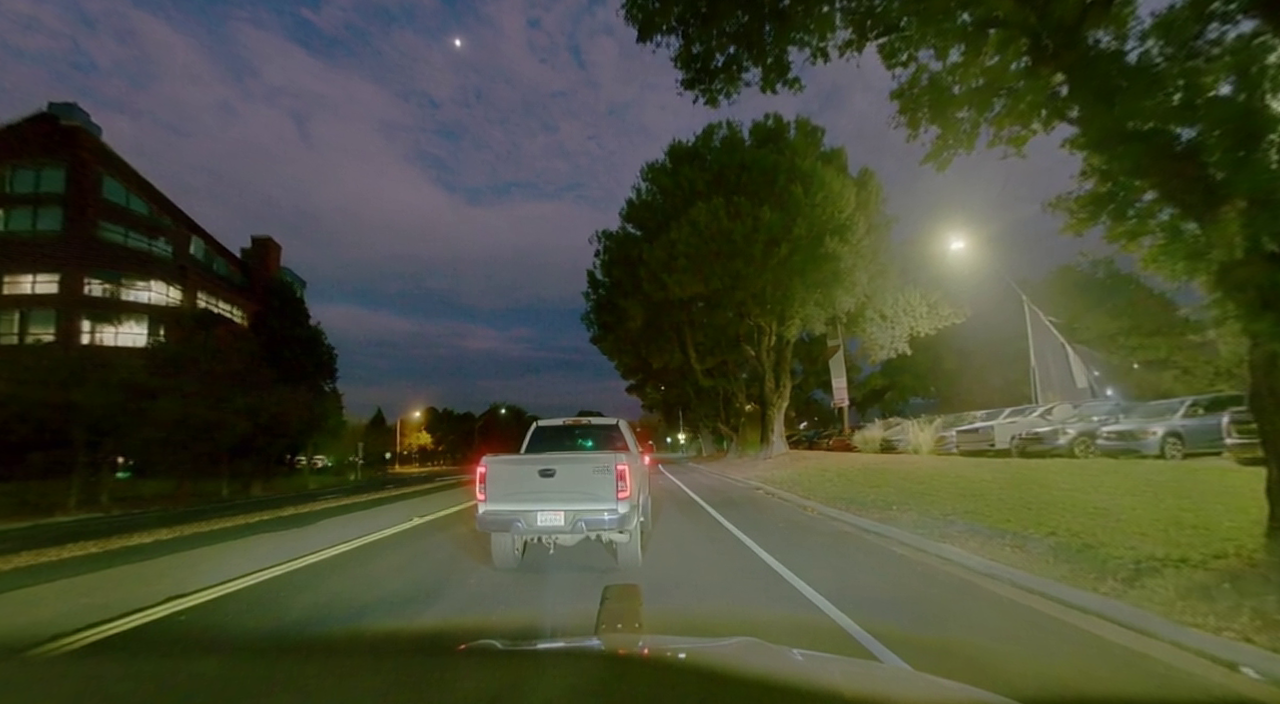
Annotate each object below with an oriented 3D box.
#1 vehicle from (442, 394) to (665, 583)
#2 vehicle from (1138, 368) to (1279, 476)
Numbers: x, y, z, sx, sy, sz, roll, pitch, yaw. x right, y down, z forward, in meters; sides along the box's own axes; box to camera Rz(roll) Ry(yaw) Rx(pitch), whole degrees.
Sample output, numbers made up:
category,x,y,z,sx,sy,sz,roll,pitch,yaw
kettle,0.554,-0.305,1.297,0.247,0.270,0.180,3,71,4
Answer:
category,x,y,z,sx,sy,sz,roll,pitch,yaw
vehicle,-0.783,1.695,8.719,2.157,1.816,5.039,0,-8,1
vehicle,12.738,1.370,12.180,4.368,1.901,2.112,0,-8,2
